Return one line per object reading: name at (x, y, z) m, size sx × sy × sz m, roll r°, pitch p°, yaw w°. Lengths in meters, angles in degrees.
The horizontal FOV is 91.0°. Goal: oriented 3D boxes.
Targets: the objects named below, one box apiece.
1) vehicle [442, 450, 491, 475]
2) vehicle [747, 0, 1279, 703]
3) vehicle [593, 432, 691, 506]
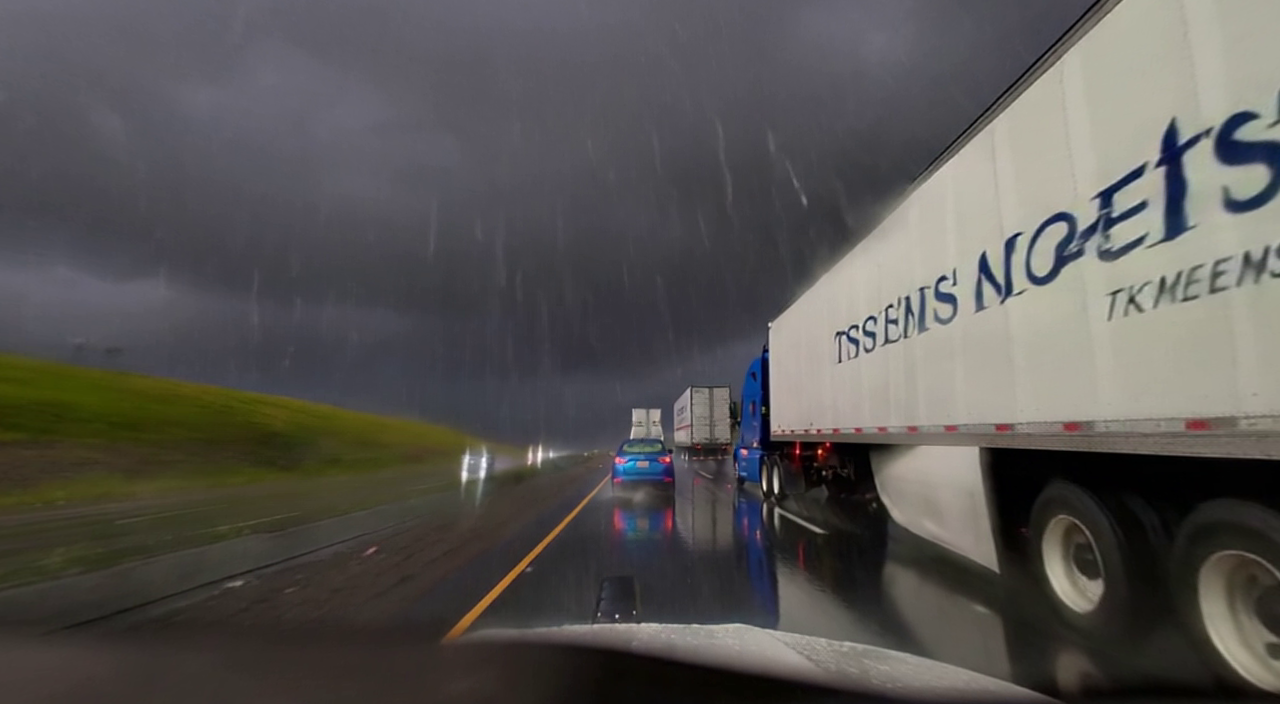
vehicle at (-11.155, 7.124, 40.851) m, size 1.951 × 1.464 × 4.370 m, roll -1°, pitch -8°, yaw 0°
vehicle at (4.408, 0.221, 7.786) m, size 3.410 × 4.438 × 14.410 m, roll -1°, pitch -8°, yaw -1°
vehicle at (0.019, 2.725, 15.100) m, size 2.045 × 1.507 × 3.763 m, roll -1°, pitch -8°, yaw 0°
